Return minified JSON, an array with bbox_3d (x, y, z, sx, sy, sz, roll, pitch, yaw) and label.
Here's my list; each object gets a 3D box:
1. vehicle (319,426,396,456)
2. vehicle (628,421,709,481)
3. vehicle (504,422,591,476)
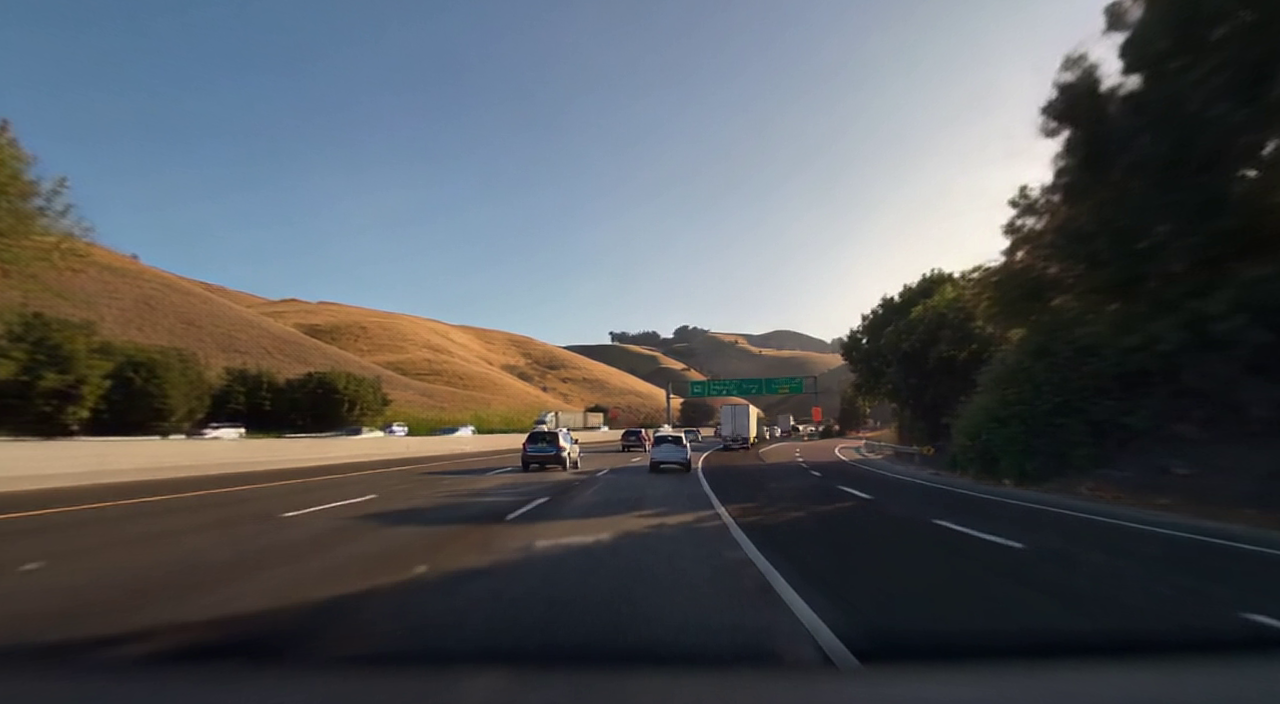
[{"bbox_3d":[-15.806,5.011,35.524,1.962,1.529,4.464,-1,-8,5],"label":"vehicle"},{"bbox_3d":[1.030,3.362,21.649,2.484,1.820,4.497,-1,-8,4],"label":"vehicle"},{"bbox_3d":[-3.128,3.412,22.304,2.077,1.712,4.406,-1,-8,4],"label":"vehicle"}]
